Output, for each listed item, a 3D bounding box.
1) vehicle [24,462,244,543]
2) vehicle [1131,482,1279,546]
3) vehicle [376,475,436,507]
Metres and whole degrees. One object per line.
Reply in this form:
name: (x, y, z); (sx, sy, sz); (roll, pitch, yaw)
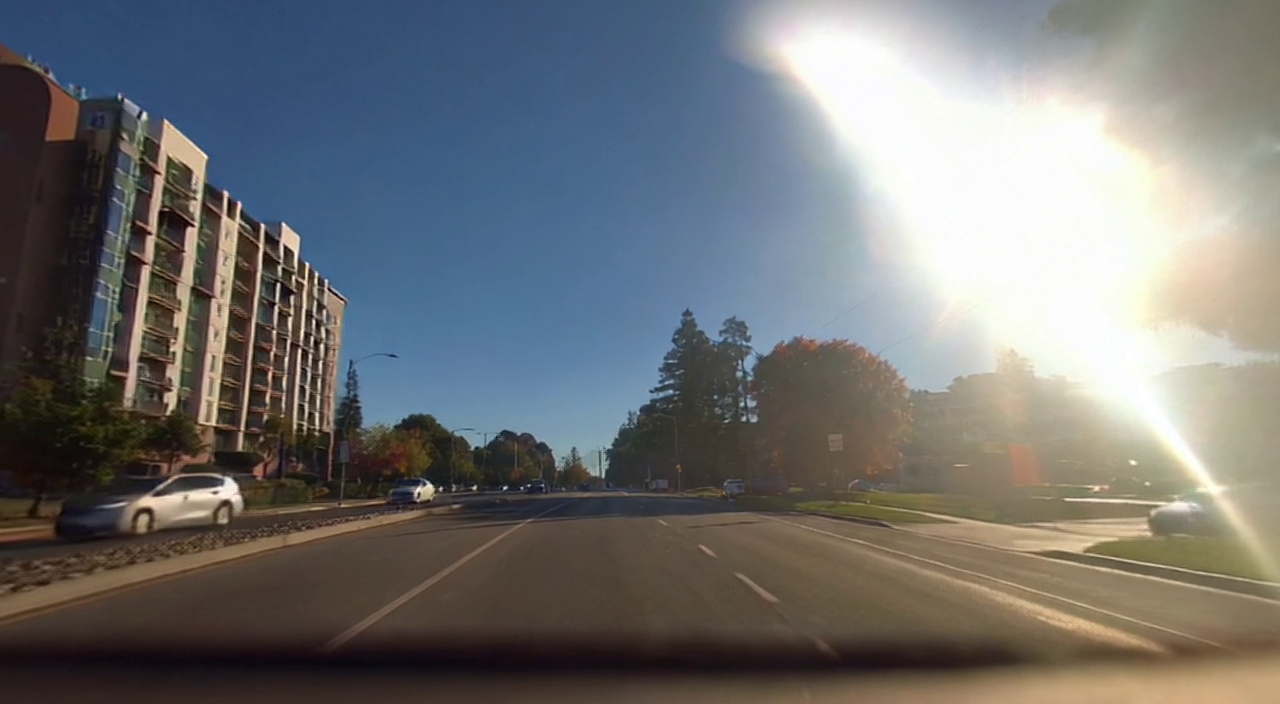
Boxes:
vehicle: (-12.414, 3.661, 15.878); (2.060, 1.618, 4.203); (0, -8, -1)
vehicle: (16.145, 4.337, 16.940); (4.030, 1.483, 1.859); (-3, -15, -1)
vehicle: (-13.749, 8.170, 37.132); (1.941, 1.511, 4.348); (0, -8, -2)
